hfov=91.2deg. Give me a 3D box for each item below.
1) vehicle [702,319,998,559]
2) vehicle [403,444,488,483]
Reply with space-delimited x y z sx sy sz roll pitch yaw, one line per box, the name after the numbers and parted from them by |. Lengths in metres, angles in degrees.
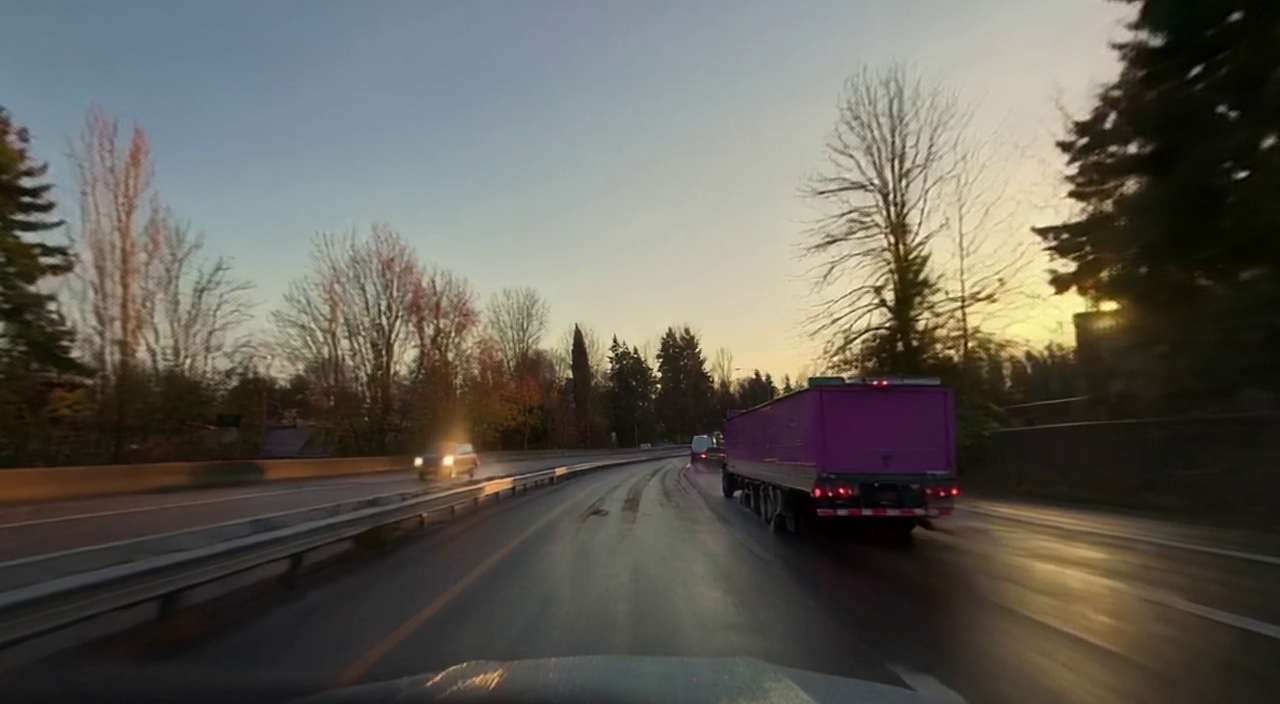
3.816 2.365 16.601 2.916 3.563 14.462 0 -9 0 | vehicle
-8.265 4.775 27.157 1.962 1.539 4.572 -1 -9 4 | vehicle
